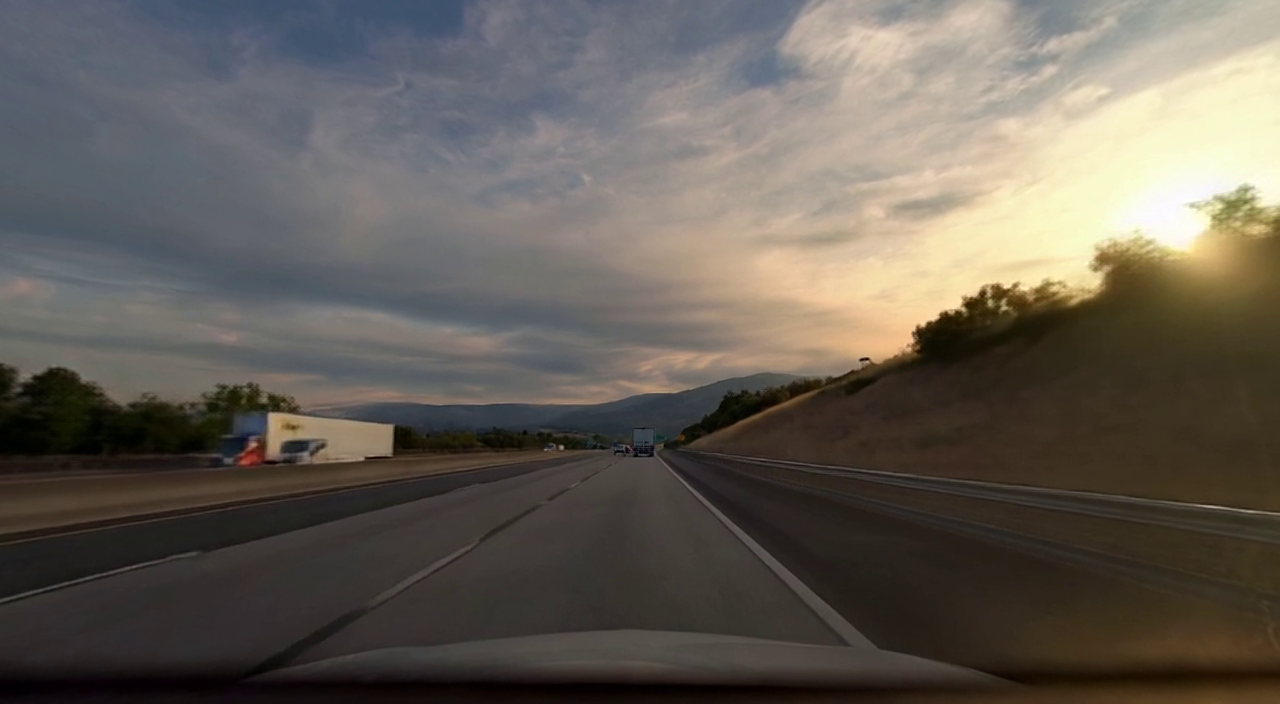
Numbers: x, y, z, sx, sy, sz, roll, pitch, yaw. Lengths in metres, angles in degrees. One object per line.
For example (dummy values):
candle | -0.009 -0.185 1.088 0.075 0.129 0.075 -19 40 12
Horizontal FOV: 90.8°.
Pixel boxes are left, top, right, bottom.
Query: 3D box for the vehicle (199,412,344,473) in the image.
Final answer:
vehicle | -24.611 6.290 43.247 3.204 3.578 11.064 -1 -9 0

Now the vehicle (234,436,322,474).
vehicle | -20.296 5.816 35.698 1.959 1.963 5.027 -1 -9 0
